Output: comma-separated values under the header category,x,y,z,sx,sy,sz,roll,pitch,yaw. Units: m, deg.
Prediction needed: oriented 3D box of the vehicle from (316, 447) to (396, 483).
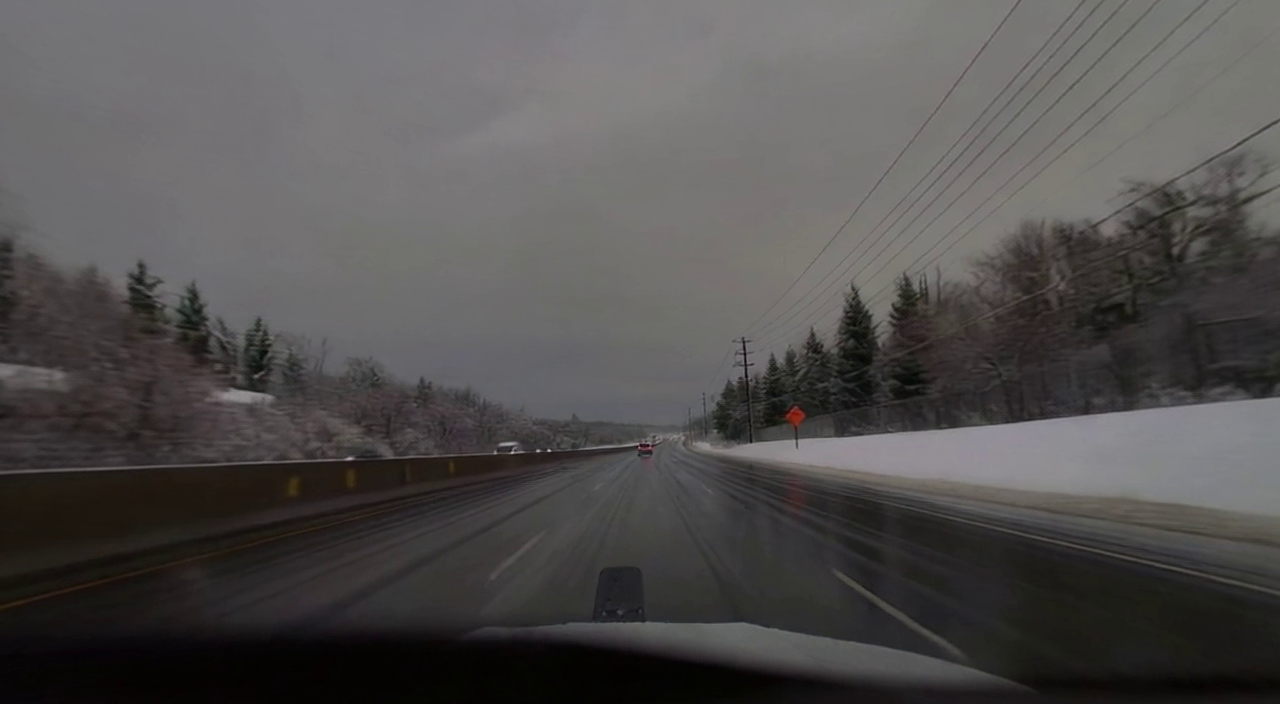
category,x,y,z,sx,sy,sz,roll,pitch,yaw
vehicle,-11.579,4.643,26.004,1.551,1.382,3.595,0,-10,1
